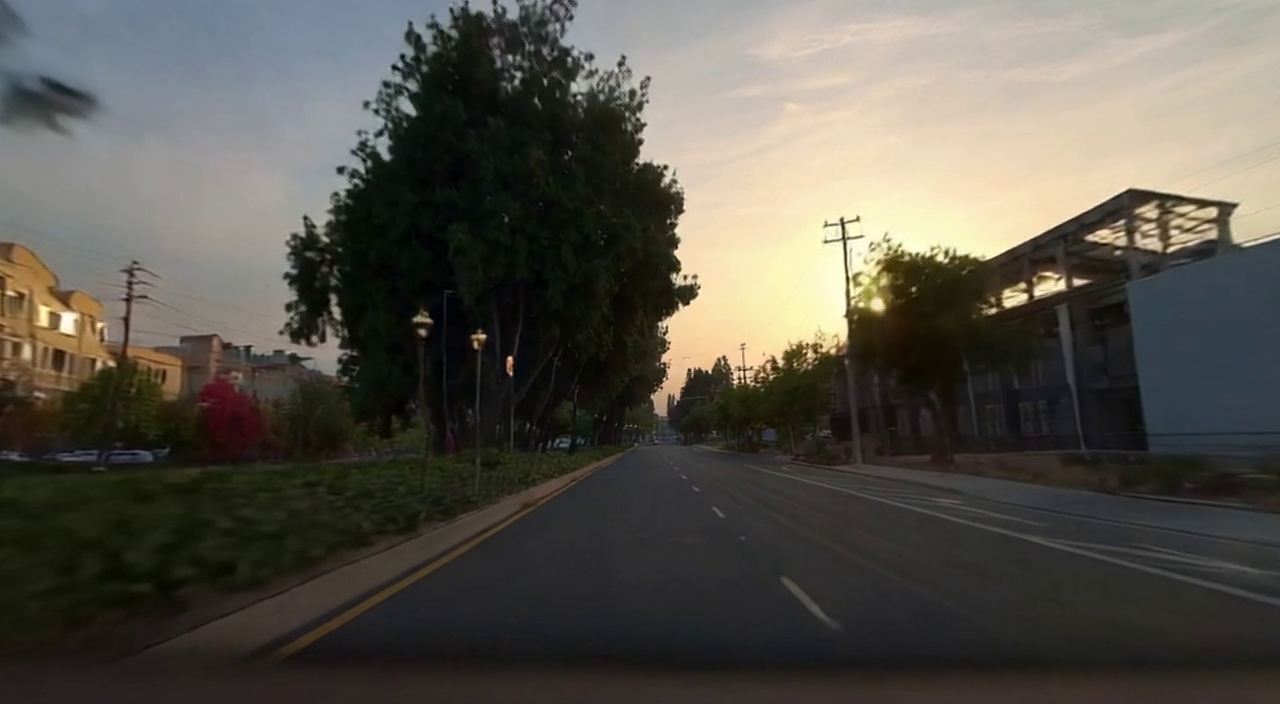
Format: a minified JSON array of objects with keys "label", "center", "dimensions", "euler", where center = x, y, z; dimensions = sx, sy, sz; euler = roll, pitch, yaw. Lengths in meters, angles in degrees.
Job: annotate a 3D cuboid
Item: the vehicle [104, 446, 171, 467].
[{"label":"vehicle","center":[-38.391,7.977,48.422],"dimensions":[1.913,1.545,4.055],"euler":[0,-9,-3]}]
